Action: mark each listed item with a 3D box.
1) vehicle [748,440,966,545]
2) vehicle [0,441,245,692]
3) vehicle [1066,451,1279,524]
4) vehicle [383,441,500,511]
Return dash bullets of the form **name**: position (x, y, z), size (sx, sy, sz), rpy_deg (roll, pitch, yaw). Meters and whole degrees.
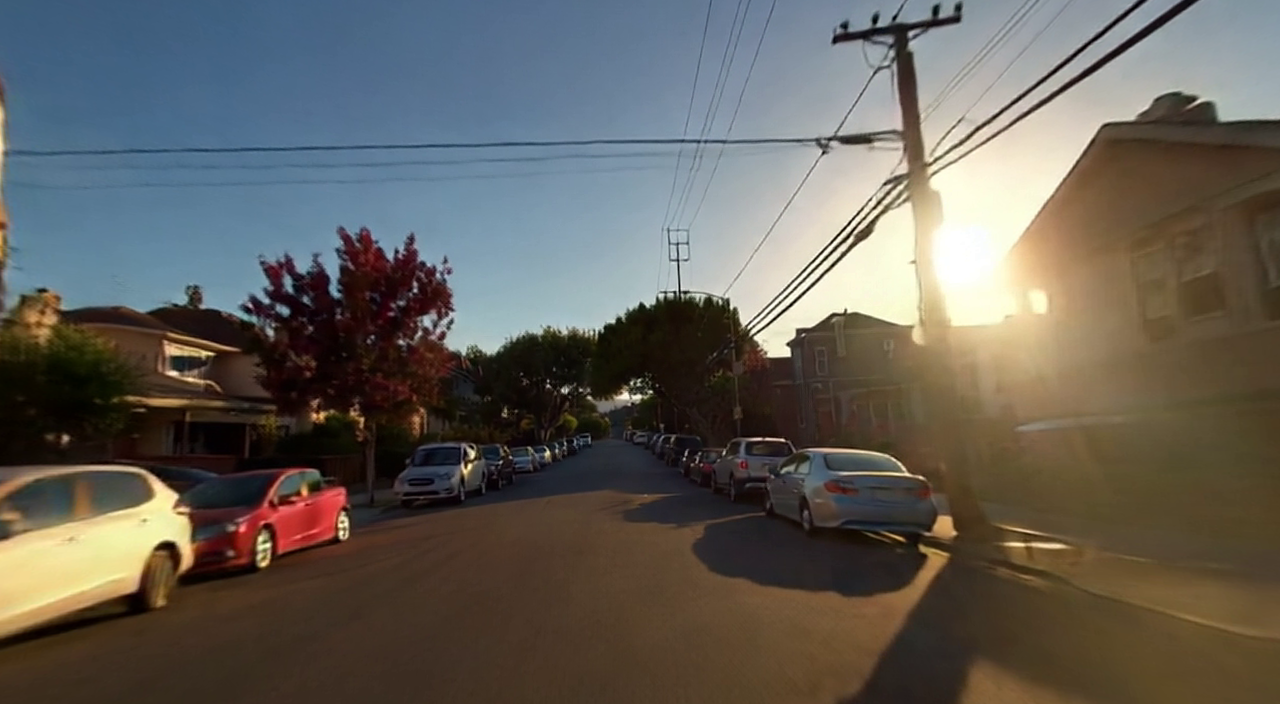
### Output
- **vehicle**: position (3.606, 2.427, 11.732), size (2.174, 1.504, 4.809), rpy_deg (0, -8, -2)
- **vehicle**: position (-5.468, 1.578, 4.957), size (2.032, 1.716, 4.382), rpy_deg (0, -8, -3)
- **vehicle**: position (12.010, 2.881, 13.682), size (4.292, 1.389, 1.771), rpy_deg (0, -8, -2)
- **vehicle**: position (-6.261, 3.935, 20.812), size (2.184, 1.958, 5.757), rpy_deg (0, -8, -2)
